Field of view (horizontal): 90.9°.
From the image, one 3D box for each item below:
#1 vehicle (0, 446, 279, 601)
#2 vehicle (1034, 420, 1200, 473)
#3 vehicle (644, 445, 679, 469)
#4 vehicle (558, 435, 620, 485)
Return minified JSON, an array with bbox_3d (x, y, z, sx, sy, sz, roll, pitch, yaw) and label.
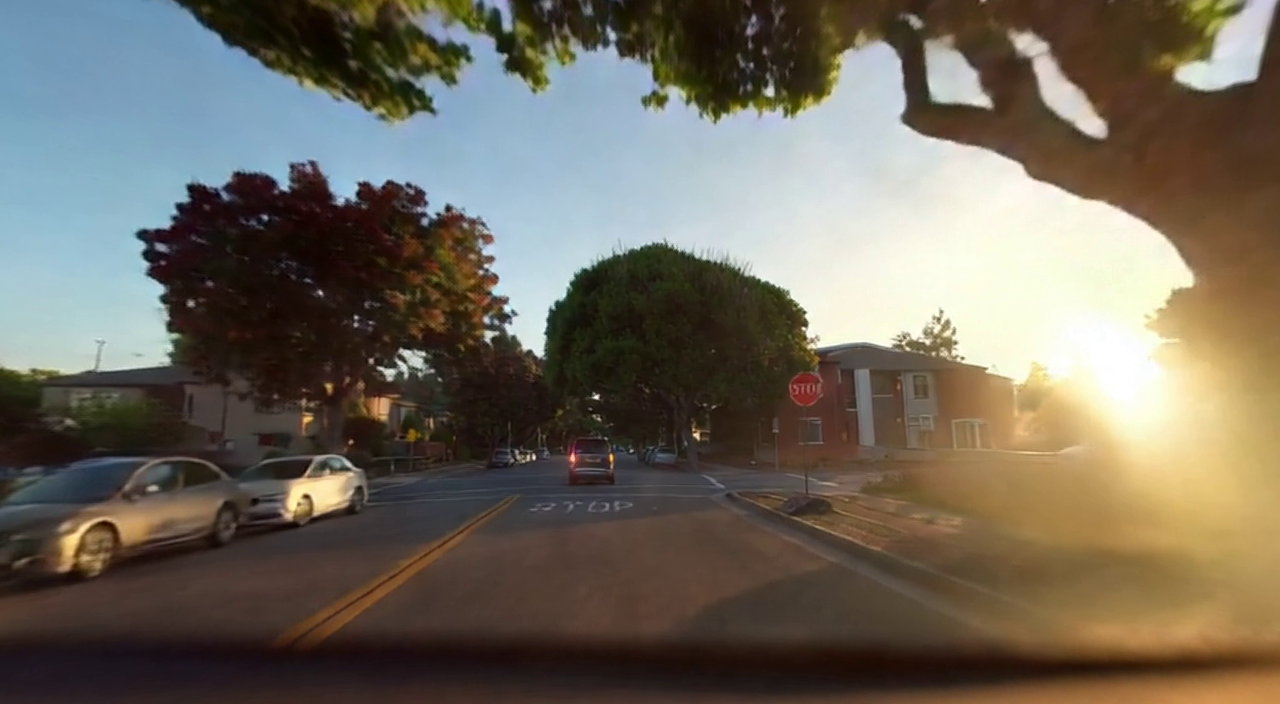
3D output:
[{"bbox_3d":[-6.953,2.114,8.511,1.975,1.515,4.179,-2,-9,-5],"label":"vehicle"},{"bbox_3d":[18.337,3.640,24.408,4.817,1.881,2.002,1,-8,-2],"label":"vehicle"},{"bbox_3d":[1.474,7.425,44.786,1.987,1.608,3.883,1,-9,-5],"label":"vehicle"},{"bbox_3d":[-1.908,4.115,24.246,2.172,1.722,4.201,1,-9,-3],"label":"vehicle"}]
